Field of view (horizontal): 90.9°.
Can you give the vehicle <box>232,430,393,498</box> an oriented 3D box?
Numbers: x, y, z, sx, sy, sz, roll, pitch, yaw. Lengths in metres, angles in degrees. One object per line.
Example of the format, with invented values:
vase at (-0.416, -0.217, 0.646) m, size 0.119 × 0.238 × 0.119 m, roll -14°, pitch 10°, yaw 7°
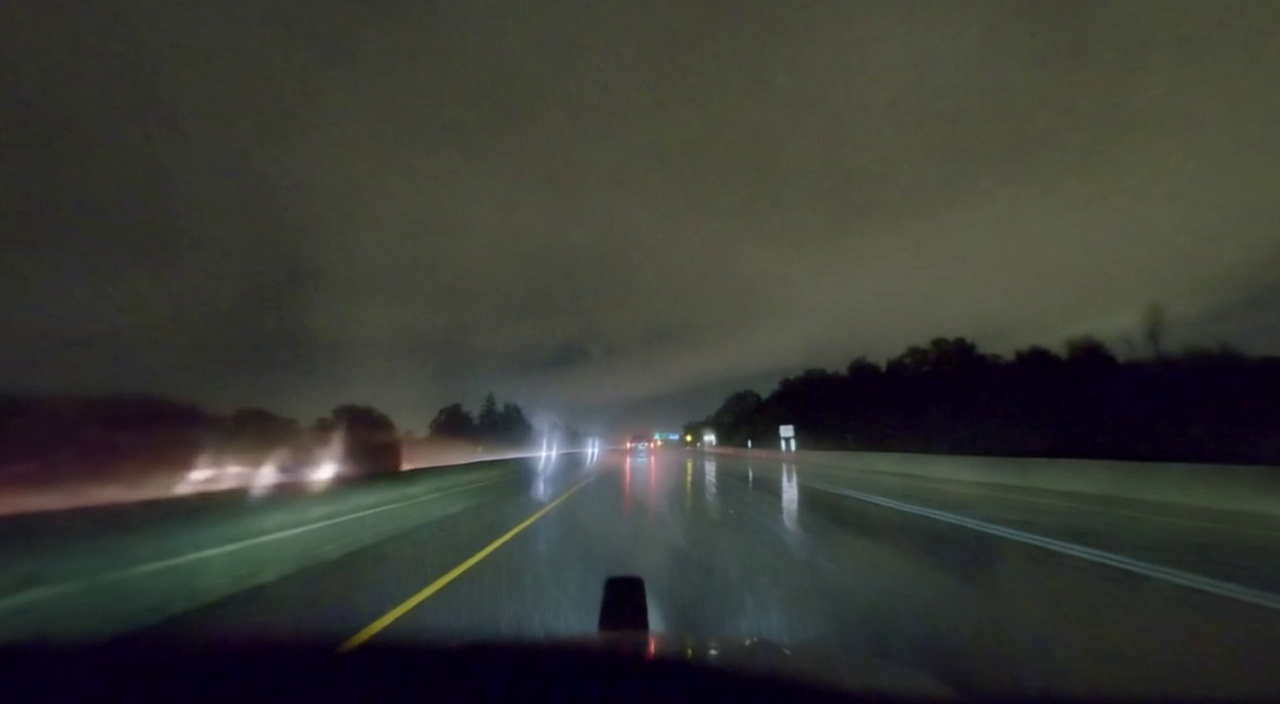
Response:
vehicle at (-10.320, 3.572, 20.582) m, size 2.132 × 1.866 × 5.680 m, roll 0°, pitch -8°, yaw 1°
